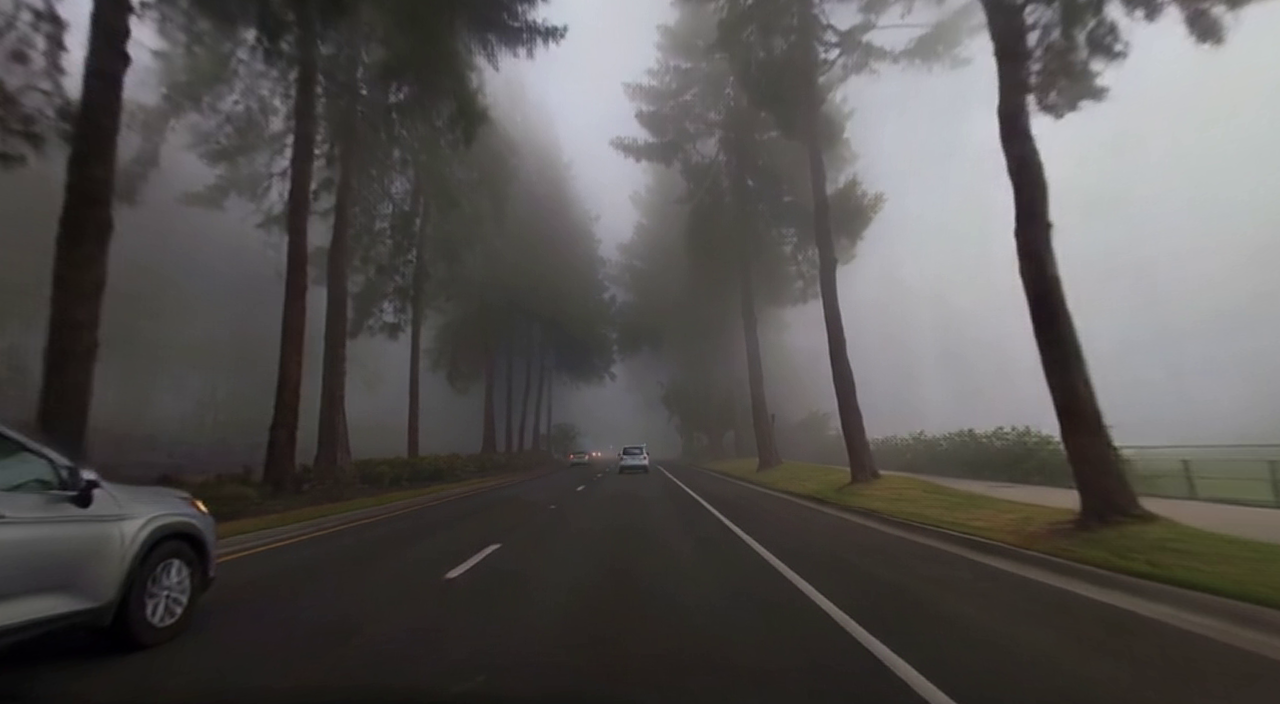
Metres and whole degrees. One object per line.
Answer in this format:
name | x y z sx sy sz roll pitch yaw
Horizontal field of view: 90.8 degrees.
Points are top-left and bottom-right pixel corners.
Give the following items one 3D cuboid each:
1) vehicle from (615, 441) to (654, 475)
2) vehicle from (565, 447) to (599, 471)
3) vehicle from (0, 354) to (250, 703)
vehicle | -0.319 5.823 34.847 2.018 1.769 3.897 0 -9 0
vehicle | -3.959 7.383 43.694 1.936 1.538 4.016 0 -9 0
vehicle | -4.031 0.830 2.668 1.860 1.741 4.479 0 -9 0
